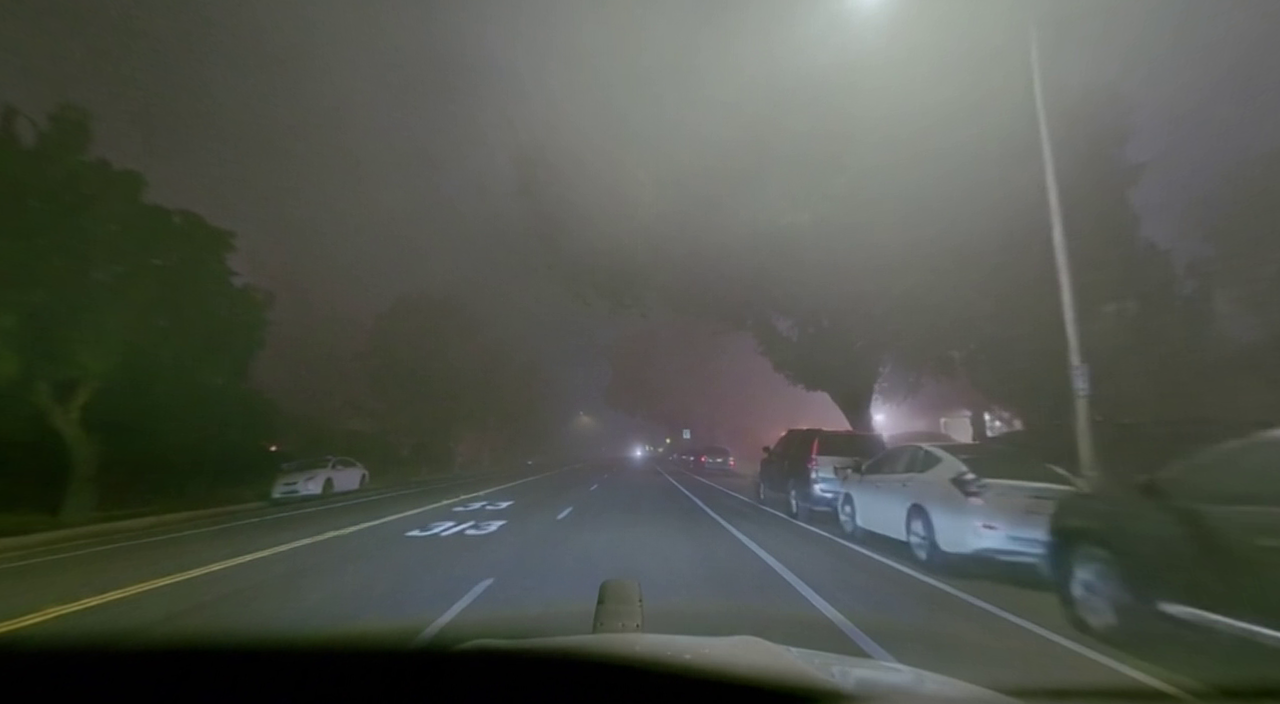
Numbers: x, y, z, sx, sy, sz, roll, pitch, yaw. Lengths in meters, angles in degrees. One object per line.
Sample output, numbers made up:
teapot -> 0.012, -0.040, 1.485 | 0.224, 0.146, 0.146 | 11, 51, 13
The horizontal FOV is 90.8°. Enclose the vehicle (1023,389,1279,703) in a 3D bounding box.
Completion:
vehicle -> 4.070, 0.967, 2.735 | 2.007, 1.657, 4.362 | 0, -9, -1

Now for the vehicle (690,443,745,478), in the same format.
vehicle -> 3.884, 5.533, 32.424 | 1.999, 1.615, 4.513 | 0, -9, -3

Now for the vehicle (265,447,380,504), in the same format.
vehicle -> -10.993, 4.302, 22.272 | 1.964, 1.667, 4.217 | -3, -10, -1

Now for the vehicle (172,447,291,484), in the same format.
vehicle -> -20.030, 5.586, 31.147 | 4.359, 1.727, 2.029 | 0, -9, -2

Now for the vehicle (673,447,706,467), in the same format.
vehicle -> 3.819, 8.267, 49.971 | 1.997, 1.510, 4.555 | 0, -9, -3

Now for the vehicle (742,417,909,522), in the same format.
vehicle -> 3.842, 2.558, 14.191 | 2.120, 1.916, 4.836 | 0, -9, -2

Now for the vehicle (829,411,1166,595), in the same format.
vehicle -> 3.955, 1.719, 7.922 | 1.834, 1.706, 3.829 | 0, -9, -2
